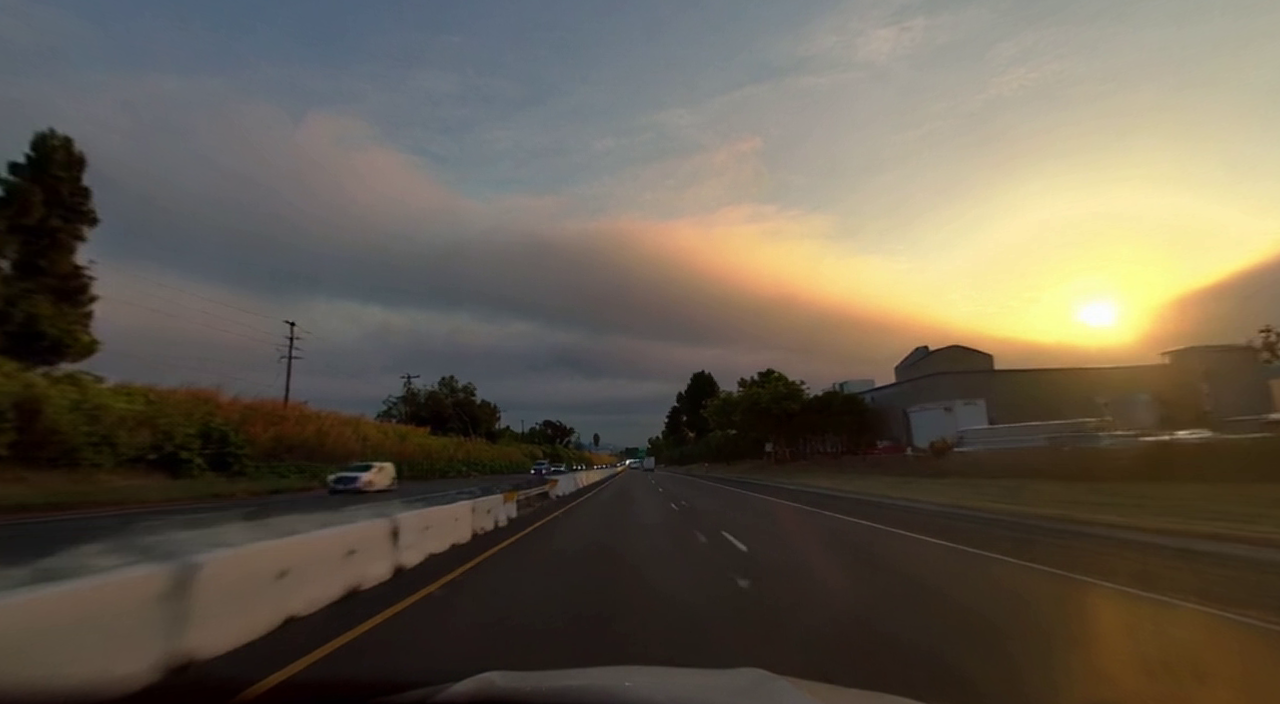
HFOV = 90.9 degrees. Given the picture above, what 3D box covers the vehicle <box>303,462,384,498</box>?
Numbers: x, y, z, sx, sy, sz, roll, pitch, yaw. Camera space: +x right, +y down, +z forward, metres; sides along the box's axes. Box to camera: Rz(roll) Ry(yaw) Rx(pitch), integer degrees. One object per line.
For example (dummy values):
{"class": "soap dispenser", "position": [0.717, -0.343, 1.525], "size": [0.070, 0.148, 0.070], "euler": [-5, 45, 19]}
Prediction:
{"class": "vehicle", "position": [-14.532, 6.307, 31.184], "size": [2.030, 1.618, 4.203], "euler": [1, -10, -2]}
